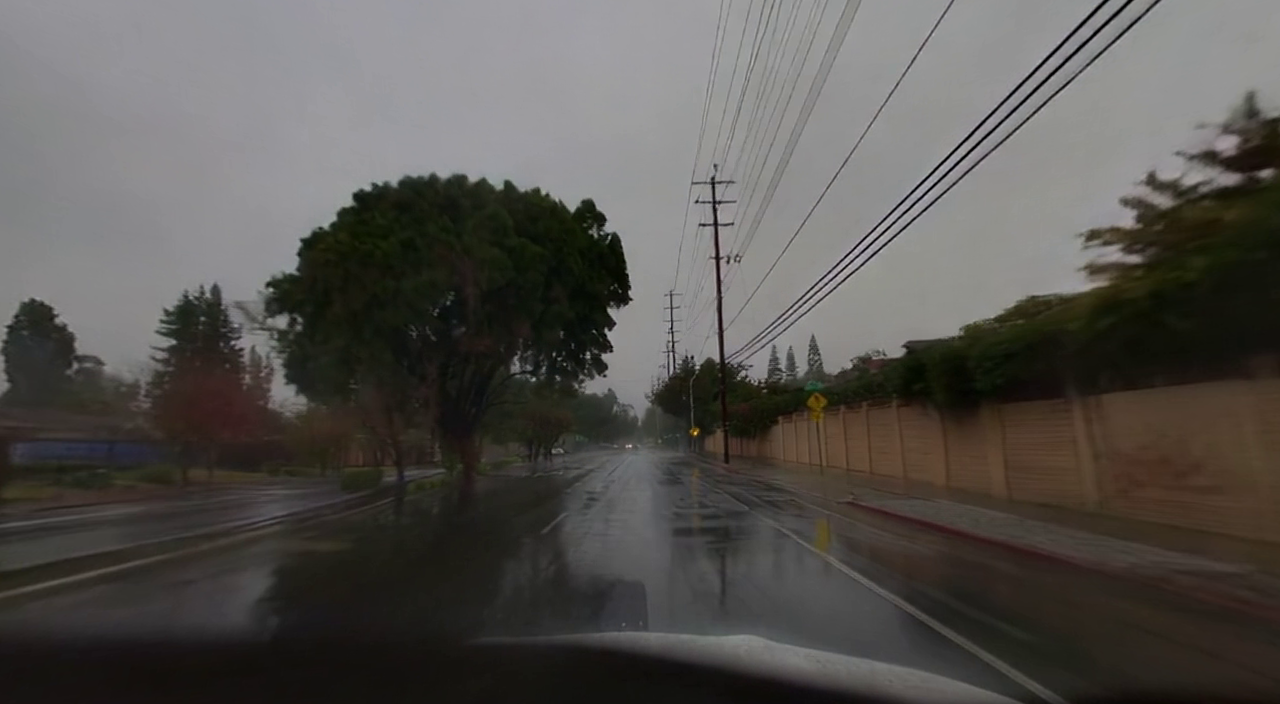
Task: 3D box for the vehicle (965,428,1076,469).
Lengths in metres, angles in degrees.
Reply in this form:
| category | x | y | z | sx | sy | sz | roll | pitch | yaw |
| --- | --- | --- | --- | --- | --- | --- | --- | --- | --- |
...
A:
| category | x | y | z | sx | sy | sz | roll | pitch | yaw |
| --- | --- | --- | --- | --- | --- | --- | --- | --- | --- |
| vehicle | 18.543 | 4.689 | 30.822 | 4.229 | 1.911 | 2.134 | 2 | -8 | -13 |
